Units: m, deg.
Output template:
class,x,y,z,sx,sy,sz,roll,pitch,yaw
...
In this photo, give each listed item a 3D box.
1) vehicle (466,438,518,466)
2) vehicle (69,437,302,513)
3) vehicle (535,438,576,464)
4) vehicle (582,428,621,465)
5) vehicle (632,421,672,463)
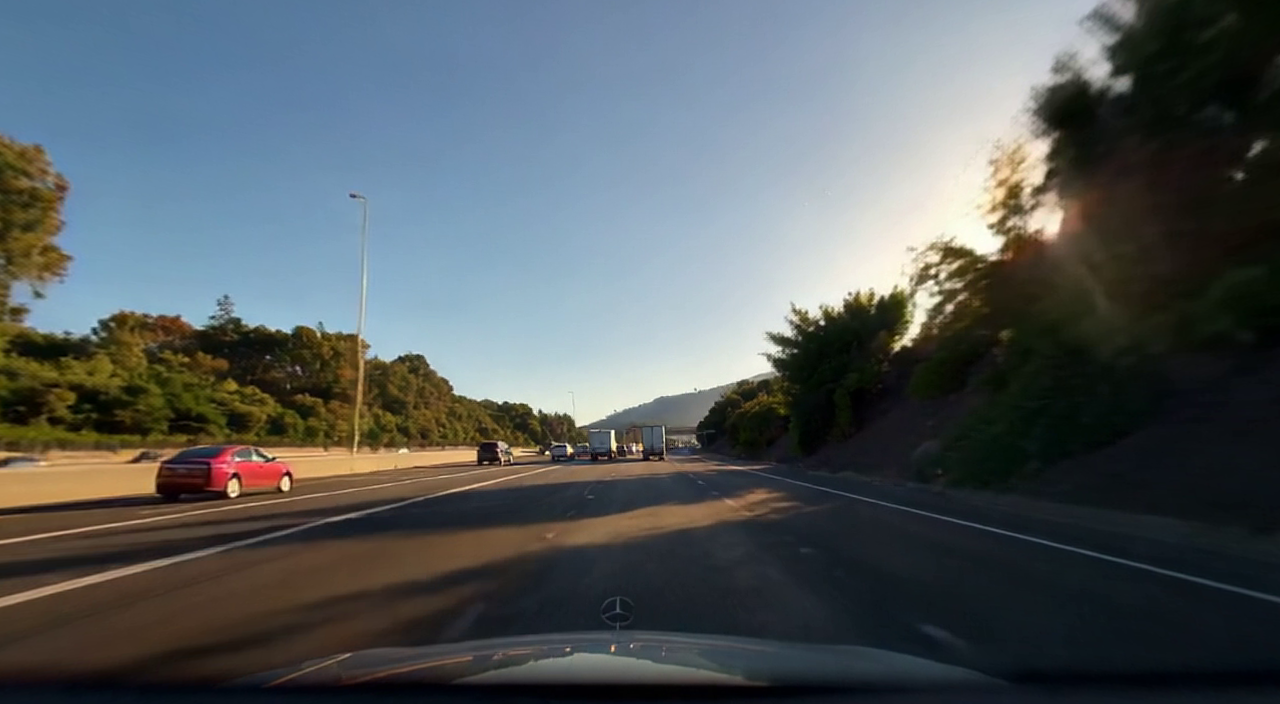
class,x,y,z,sx,sy,sz,roll,pitch,yaw
vehicle,-10.082,6.852,43.447,2.080,1.777,5.450,0,-9,2
vehicle,-10.156,2.762,14.742,1.952,1.457,4.689,0,-9,0
vehicle,-6.316,7.493,47.774,2.206,1.838,4.889,0,-9,3
vehicle,-2.780,6.964,46.570,2.328,2.519,5.238,0,-9,2
vehicle,0.897,6.695,47.054,2.768,2.854,6.757,1,-8,1
